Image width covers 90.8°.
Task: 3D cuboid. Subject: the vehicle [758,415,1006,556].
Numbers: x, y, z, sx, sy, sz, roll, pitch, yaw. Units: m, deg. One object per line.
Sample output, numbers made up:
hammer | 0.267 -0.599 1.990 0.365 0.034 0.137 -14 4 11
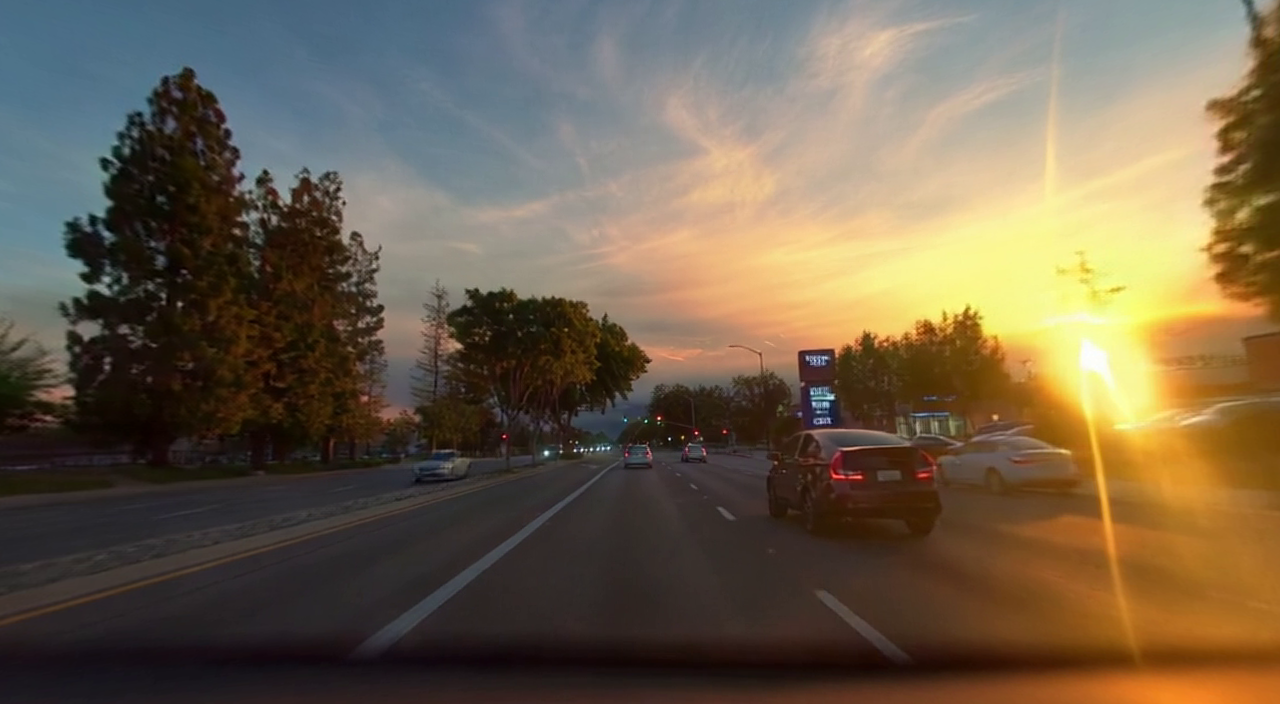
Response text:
vehicle | 3.267 1.897 9.678 2.022 1.643 4.326 0 -8 -1

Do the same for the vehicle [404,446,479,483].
vehicle | -8.539 4.853 27.547 1.862 1.446 4.333 0 -8 0

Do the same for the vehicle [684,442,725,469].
vehicle | 3.697 6.043 36.955 1.889 1.473 4.303 0 -8 0

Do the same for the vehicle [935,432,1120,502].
vehicle | 10.791 3.224 18.250 2.154 1.690 5.208 1 -8 2

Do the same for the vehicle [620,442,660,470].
vehicle | 0.021 5.870 35.807 2.135 1.468 4.076 0 -8 0
